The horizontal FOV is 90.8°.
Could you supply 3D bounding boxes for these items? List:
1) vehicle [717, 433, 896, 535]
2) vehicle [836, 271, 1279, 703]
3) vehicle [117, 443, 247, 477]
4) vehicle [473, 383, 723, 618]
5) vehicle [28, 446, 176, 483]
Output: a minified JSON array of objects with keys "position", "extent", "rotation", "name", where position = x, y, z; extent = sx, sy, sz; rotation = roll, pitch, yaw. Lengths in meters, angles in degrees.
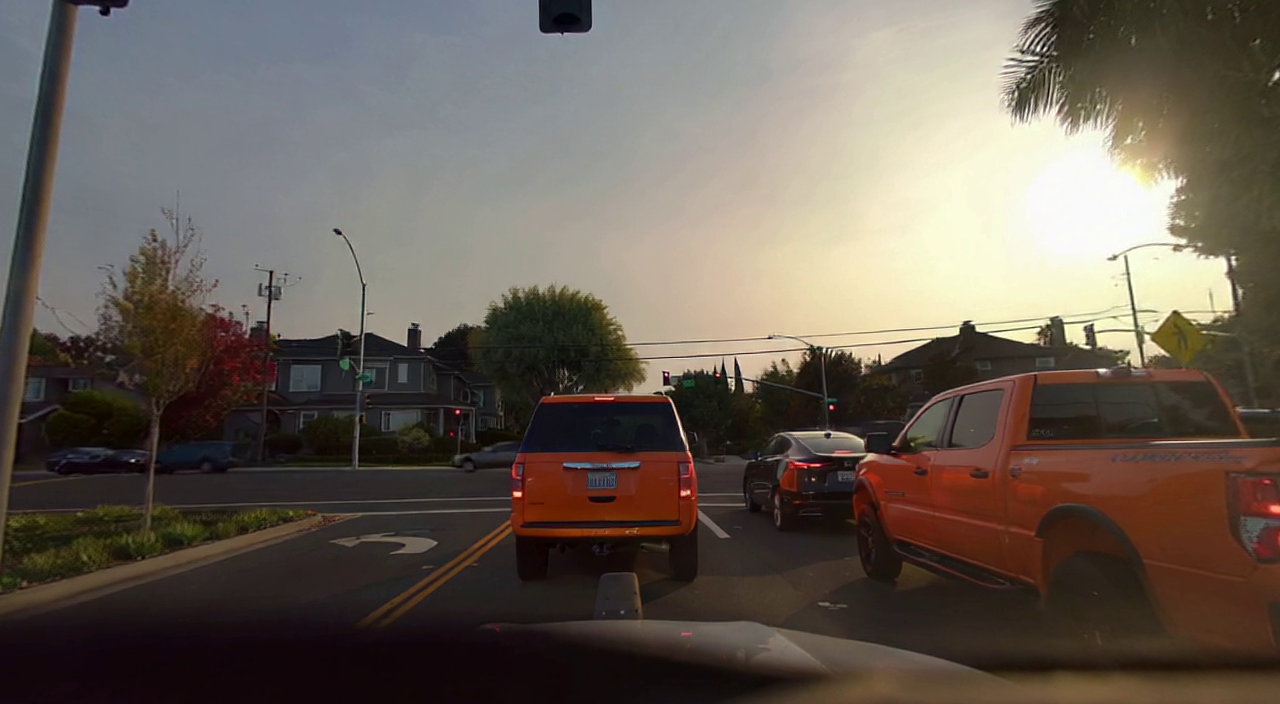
[{"position":[2.721,2.263,11.527],"extent":[1.952,1.465,4.421],"rotation":[0,-8,-2],"name":"vehicle"},{"position":[2.985,0.939,3.872],"extent":[1.886,1.849,5.070],"rotation":[0,-8,-1],"name":"vehicle"},{"position":[-22.107,5.203,30.666],"extent":[4.718,1.530,1.747],"rotation":[1,-8,-9],"name":"vehicle"},{"position":[-0.272,1.382,6.614],"extent":[1.915,1.780,3.379],"rotation":[0,-8,2],"name":"vehicle"},{"position":[-22.904,4.784,27.062],"extent":[4.533,1.350,1.714],"rotation":[0,-7,-9],"name":"vehicle"}]
